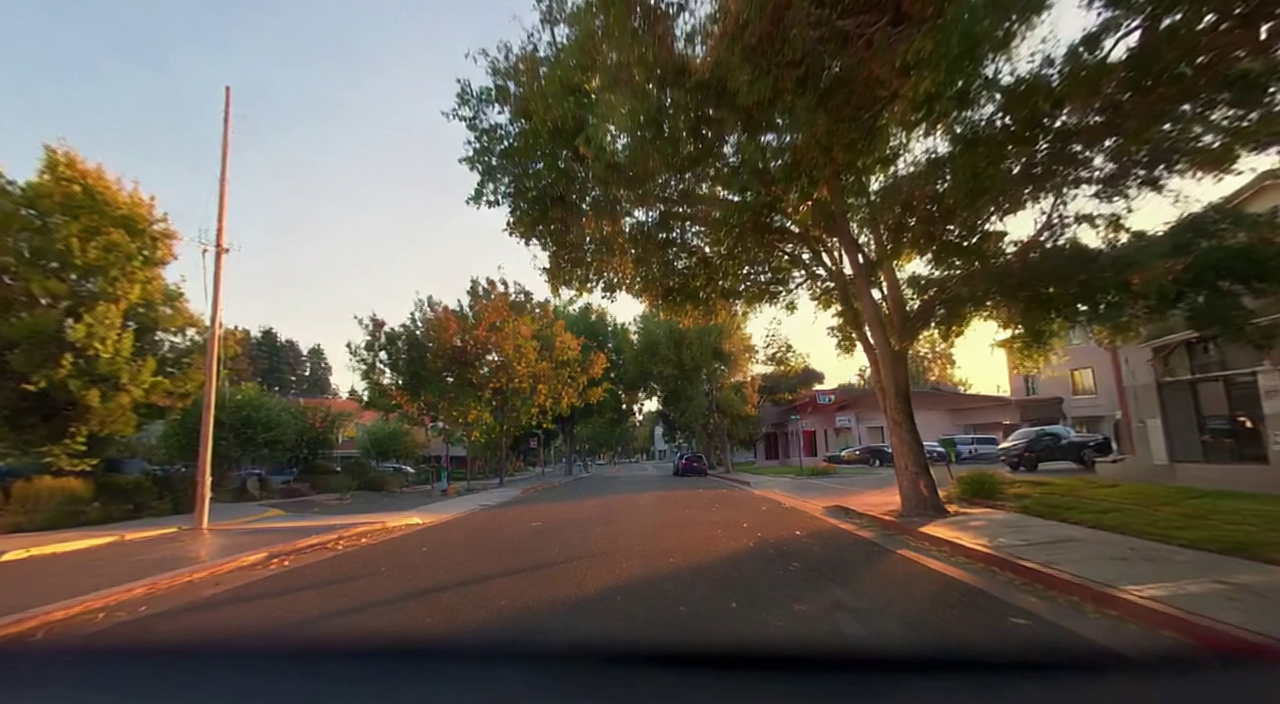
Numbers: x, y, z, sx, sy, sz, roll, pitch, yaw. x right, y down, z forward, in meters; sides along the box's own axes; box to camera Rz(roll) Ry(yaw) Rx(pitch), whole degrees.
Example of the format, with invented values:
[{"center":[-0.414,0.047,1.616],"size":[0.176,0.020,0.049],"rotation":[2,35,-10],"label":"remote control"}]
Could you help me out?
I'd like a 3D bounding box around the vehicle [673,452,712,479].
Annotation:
[{"center":[3.162,6.967,39.027],"size":[2.064,1.532,4.596],"rotation":[0,-8,1],"label":"vehicle"}]
